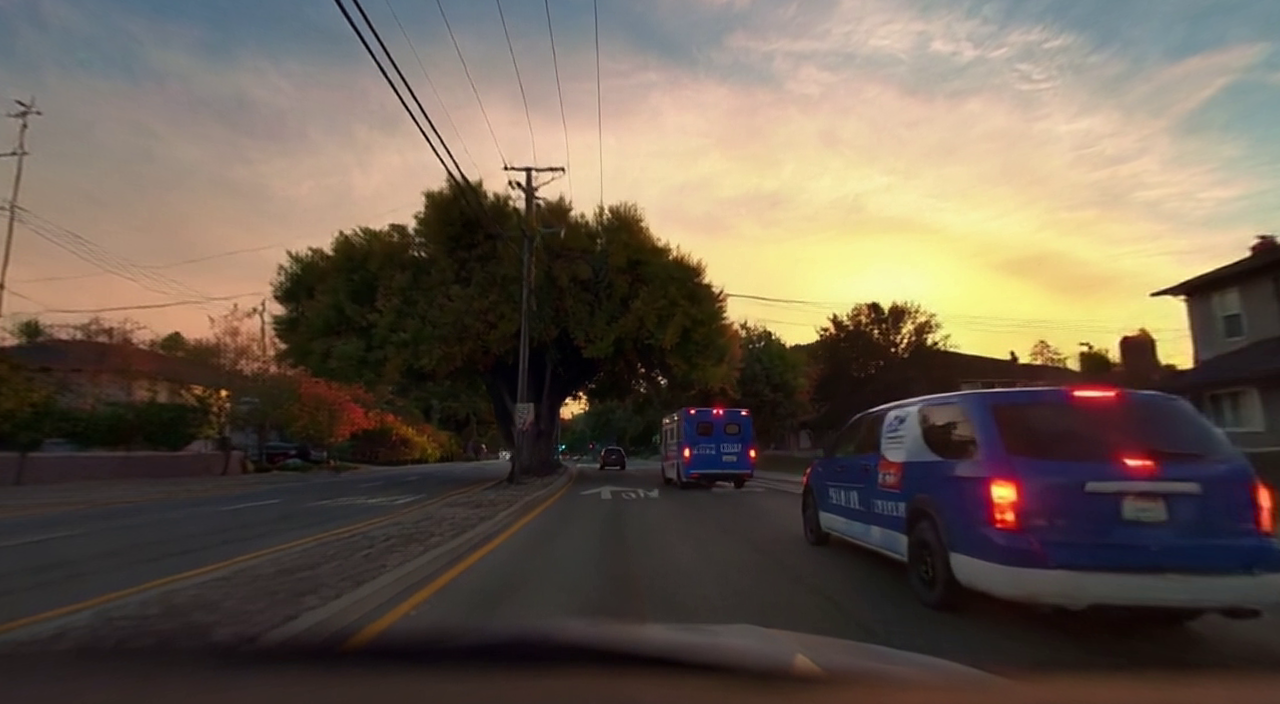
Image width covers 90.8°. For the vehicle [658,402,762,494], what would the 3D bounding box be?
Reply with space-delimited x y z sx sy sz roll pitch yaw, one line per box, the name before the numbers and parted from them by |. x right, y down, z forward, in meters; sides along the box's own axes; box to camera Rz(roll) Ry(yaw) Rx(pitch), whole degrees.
vehicle | 2.138 3.209 21.368 2.406 2.687 5.521 1 -8 -5

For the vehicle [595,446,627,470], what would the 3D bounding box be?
vehicle | -2.257 8.070 48.146 2.114 1.707 3.725 1 -8 -7

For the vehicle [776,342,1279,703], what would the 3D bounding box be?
vehicle | 2.954 1.239 5.628 2.194 1.922 4.822 0 -8 -3
